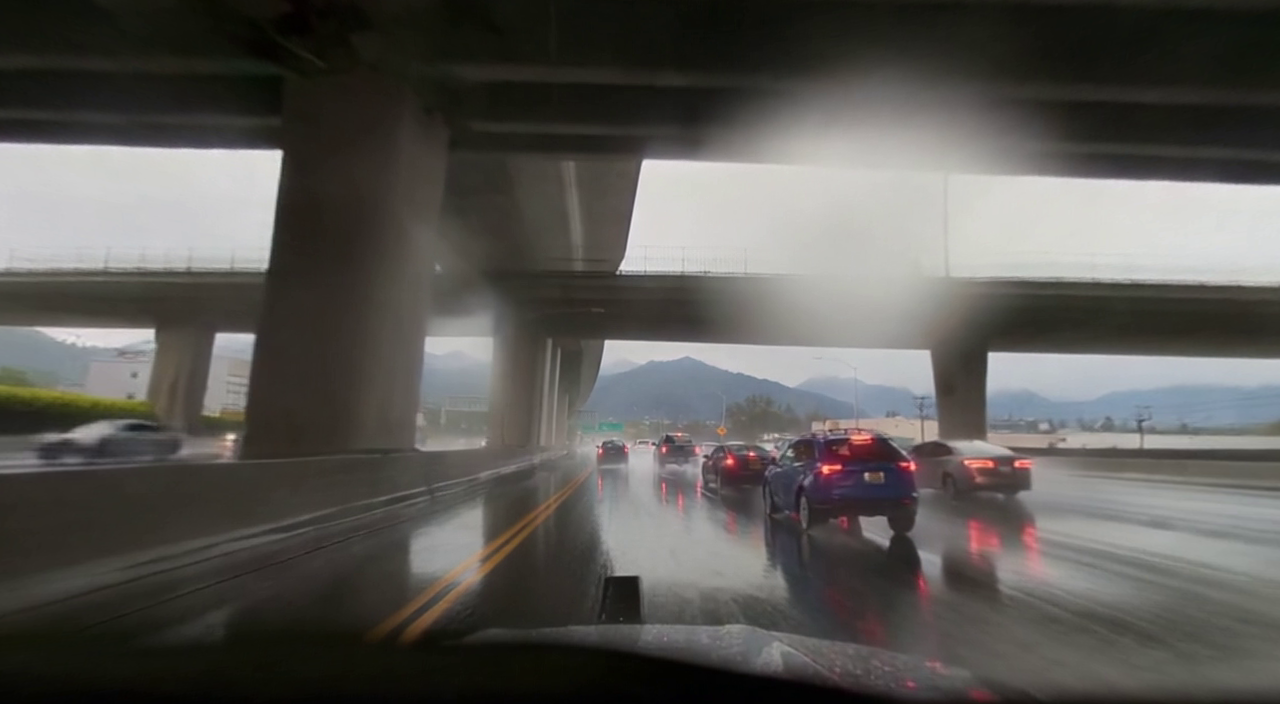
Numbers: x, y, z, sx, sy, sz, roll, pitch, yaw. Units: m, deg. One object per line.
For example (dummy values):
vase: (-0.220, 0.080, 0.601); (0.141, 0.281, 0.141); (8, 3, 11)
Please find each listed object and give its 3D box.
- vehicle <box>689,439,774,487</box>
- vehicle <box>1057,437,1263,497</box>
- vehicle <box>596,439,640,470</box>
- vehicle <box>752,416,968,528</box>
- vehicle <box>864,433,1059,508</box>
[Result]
vehicle: (3.042, 3.809, 22.092); (2.074, 1.455, 4.646); (0, -8, -3)
vehicle: (14.353, 3.176, 17.874); (1.866, 1.454, 4.434); (0, -8, -3)
vehicle: (-1.219, 5.547, 34.281); (2.266, 1.549, 3.978); (0, -8, -2)
vehicle: (3.938, 2.255, 12.561); (2.276, 1.739, 5.040); (0, -8, -3)
vehicle: (7.609, 2.847, 15.765); (2.025, 1.525, 5.211); (0, -8, -1)
